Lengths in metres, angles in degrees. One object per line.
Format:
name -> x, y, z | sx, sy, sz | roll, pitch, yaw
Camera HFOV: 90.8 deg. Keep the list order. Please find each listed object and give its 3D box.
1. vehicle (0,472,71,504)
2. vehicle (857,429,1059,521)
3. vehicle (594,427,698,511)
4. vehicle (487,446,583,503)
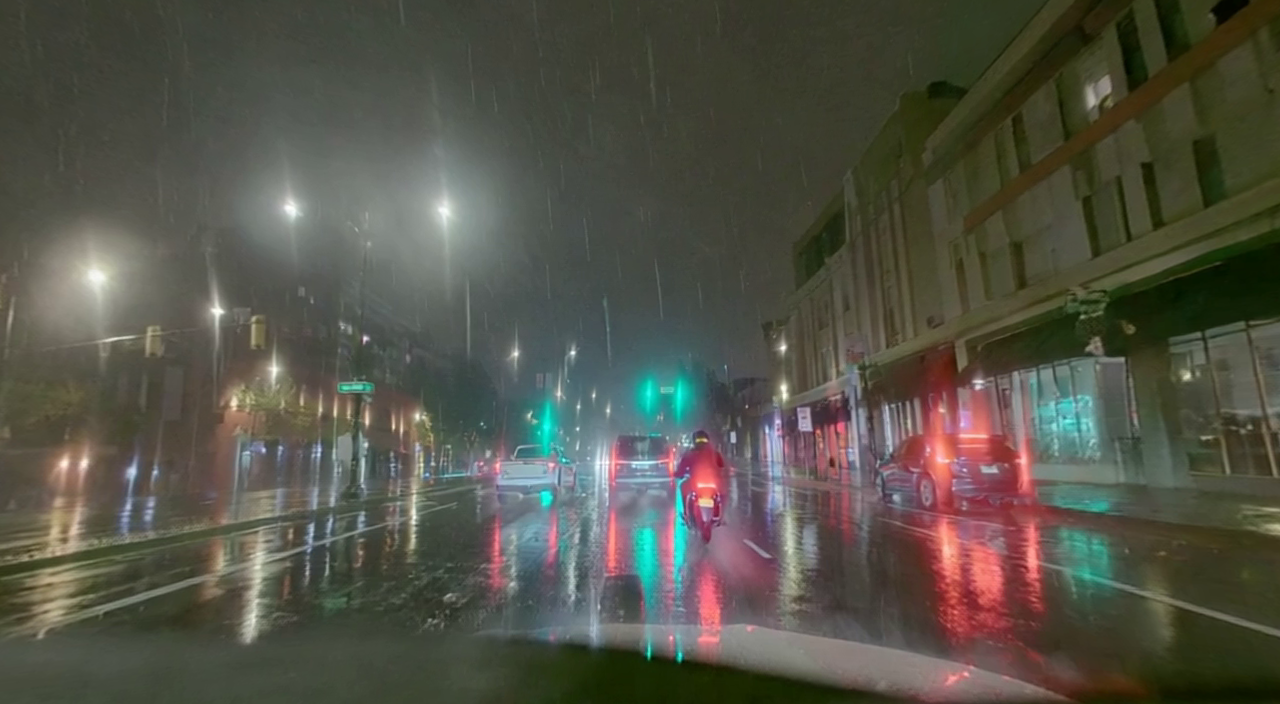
vehicle -> -39.823, 8.658, 40.316 | 4.961, 1.878, 1.967 | 0, -9, -2
vehicle -> 7.161, 2.803, 15.010 | 2.018, 1.772, 4.968 | 0, -9, -3
vehicle -> 0.151, 2.850, 15.787 | 2.223, 1.775, 4.250 | 0, -9, 1
vehicle -> -2.989, 3.590, 19.034 | 2.014, 1.470, 4.552 | -1, -9, 2
